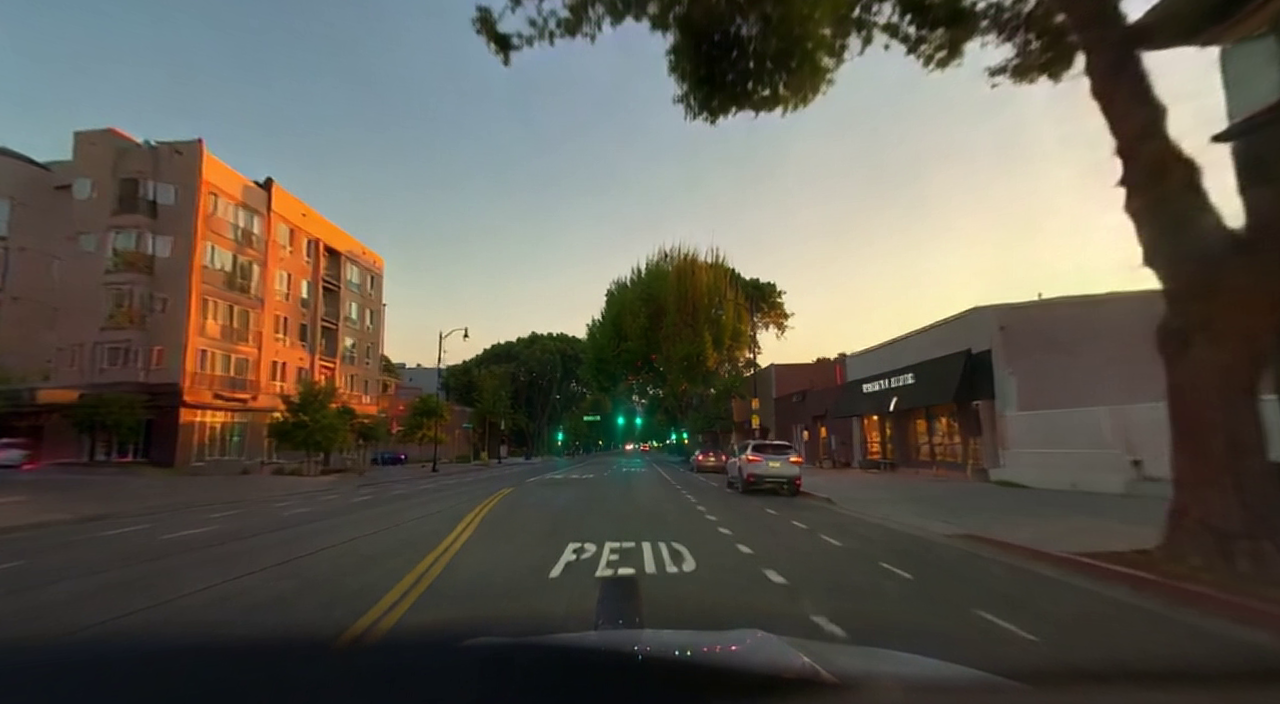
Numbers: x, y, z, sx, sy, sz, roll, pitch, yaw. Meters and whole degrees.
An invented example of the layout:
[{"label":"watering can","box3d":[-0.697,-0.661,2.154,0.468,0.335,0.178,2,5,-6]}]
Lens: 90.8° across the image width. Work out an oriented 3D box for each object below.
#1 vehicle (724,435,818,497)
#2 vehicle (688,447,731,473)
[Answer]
[{"label":"vehicle","box3d":[4.037,3.604,20.308,1.957,1.753,4.413,0,-9,-2]},{"label":"vehicle","box3d":[4.105,6.434,37.866,1.856,1.462,4.501,1,-9,-3]}]
